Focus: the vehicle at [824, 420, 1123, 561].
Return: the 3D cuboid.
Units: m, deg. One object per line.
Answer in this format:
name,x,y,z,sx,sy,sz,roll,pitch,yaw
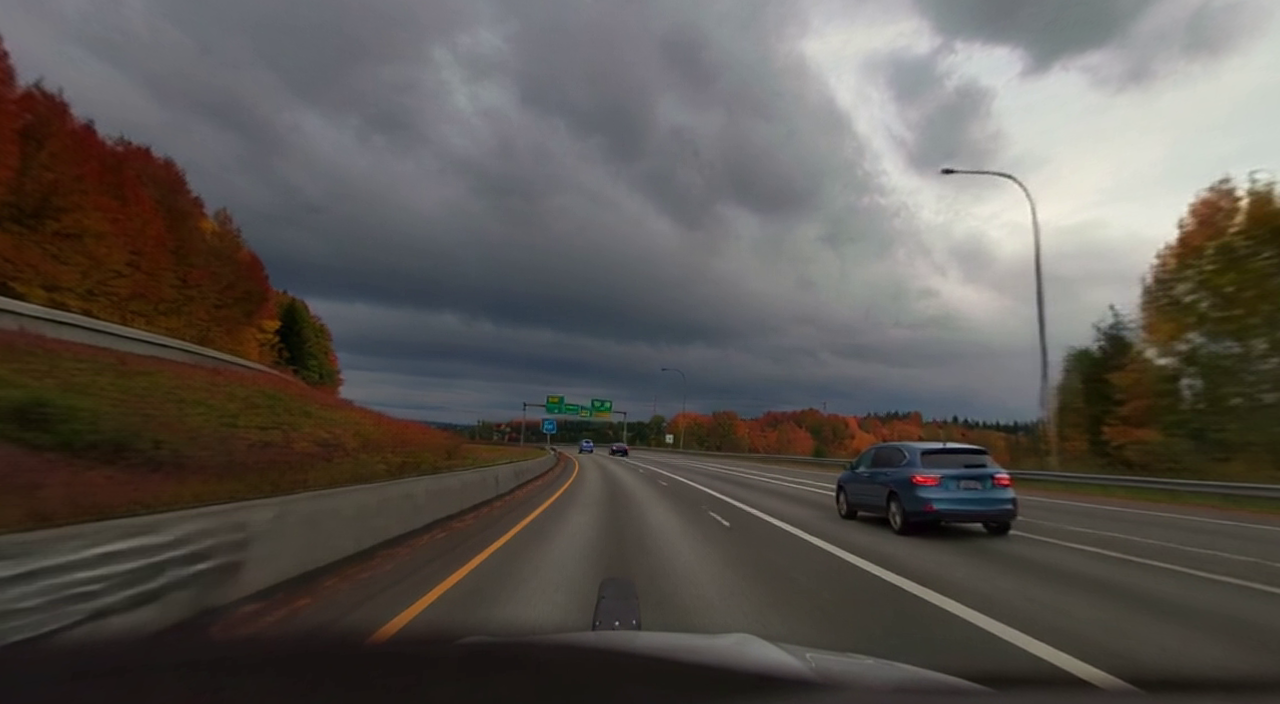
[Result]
vehicle,4.348,1.868,9.101,1.952,1.536,4.036,0,-9,-3
